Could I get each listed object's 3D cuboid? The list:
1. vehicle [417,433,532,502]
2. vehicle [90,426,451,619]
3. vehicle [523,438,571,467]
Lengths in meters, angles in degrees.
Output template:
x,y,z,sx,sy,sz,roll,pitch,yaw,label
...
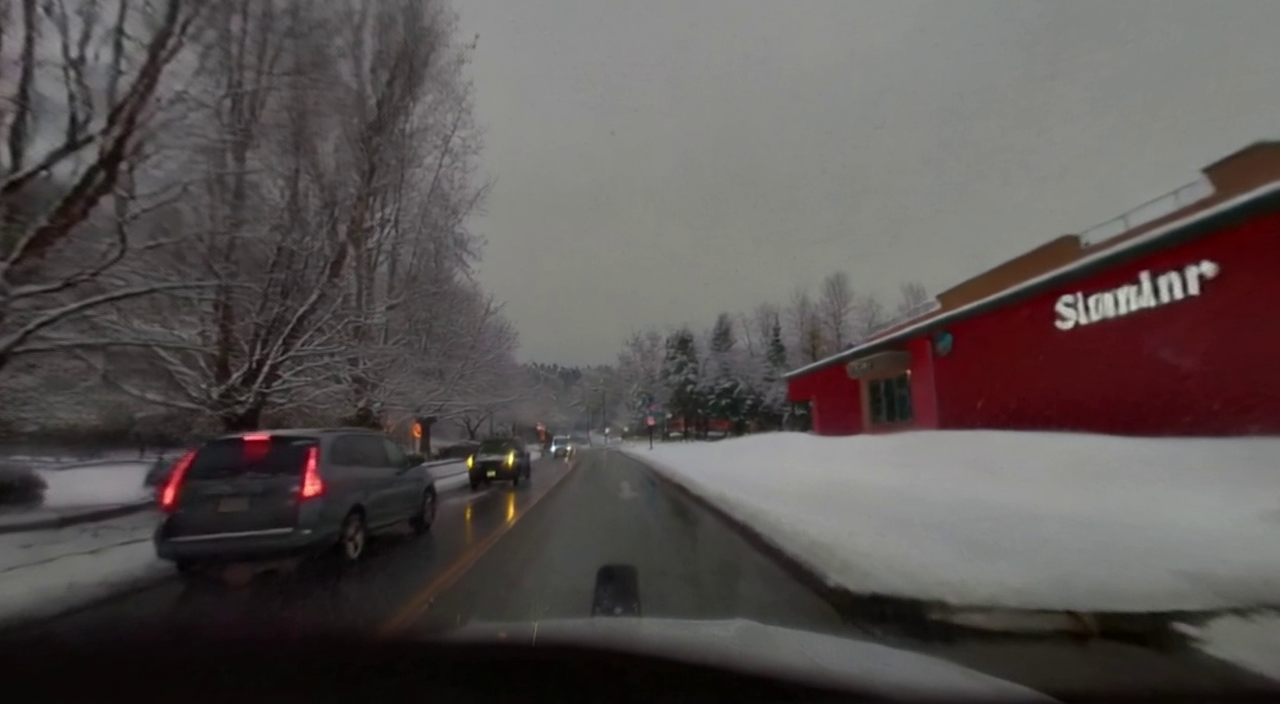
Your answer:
x,y,z,sx,sy,sz,roll,pitch,yaw,label
-4.001,2.820,15.969,1.853,1.478,4.381,0,-8,-2,vehicle
-3.643,1.669,7.260,1.768,1.539,4.147,0,-8,-2,vehicle
-4.852,5.297,33.410,1.962,1.424,4.289,0,-8,-1,vehicle
